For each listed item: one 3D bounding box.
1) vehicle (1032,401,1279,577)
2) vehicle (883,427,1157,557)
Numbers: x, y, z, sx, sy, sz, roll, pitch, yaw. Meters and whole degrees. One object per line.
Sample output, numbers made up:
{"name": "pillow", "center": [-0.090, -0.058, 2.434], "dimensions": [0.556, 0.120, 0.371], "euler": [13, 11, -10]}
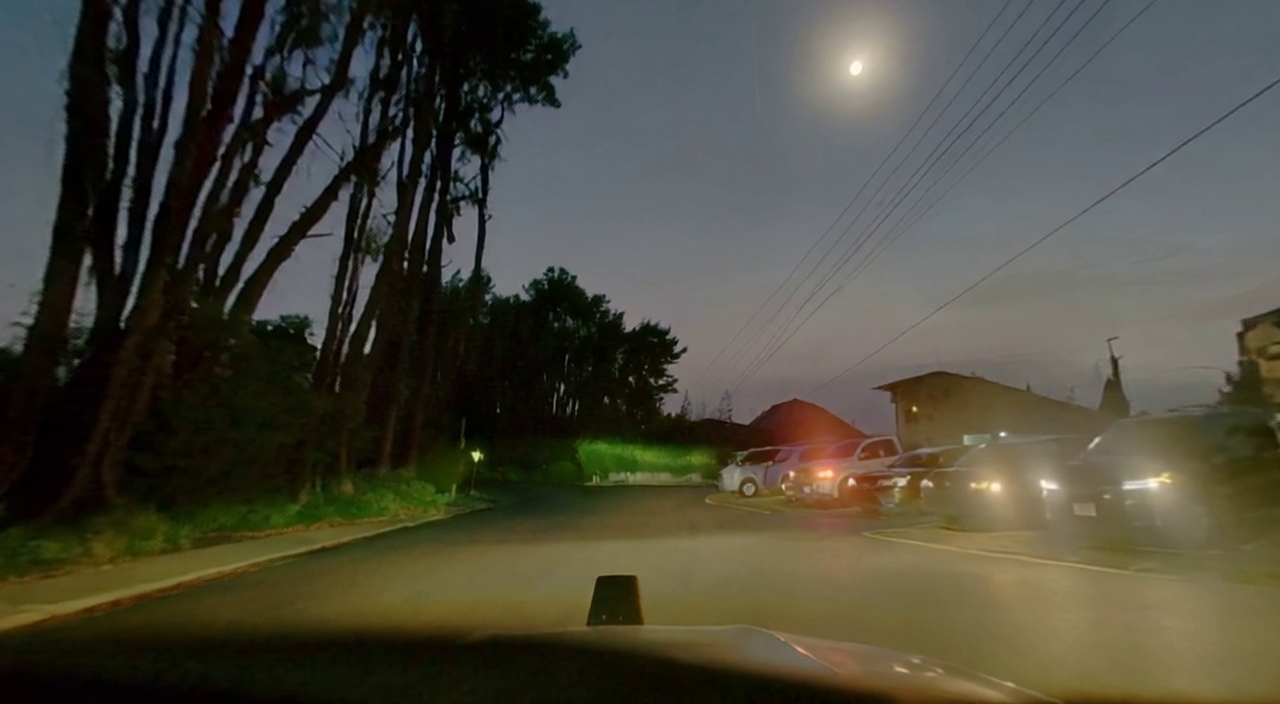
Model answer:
{"name": "vehicle", "center": [8.226, 1.842, 9.065], "dimensions": [4.780, 1.984, 1.896], "euler": [4, -10, -23]}
{"name": "vehicle", "center": [6.942, 2.359, 11.559], "dimensions": [4.444, 1.902, 2.099], "euler": [3, -7, -26]}
